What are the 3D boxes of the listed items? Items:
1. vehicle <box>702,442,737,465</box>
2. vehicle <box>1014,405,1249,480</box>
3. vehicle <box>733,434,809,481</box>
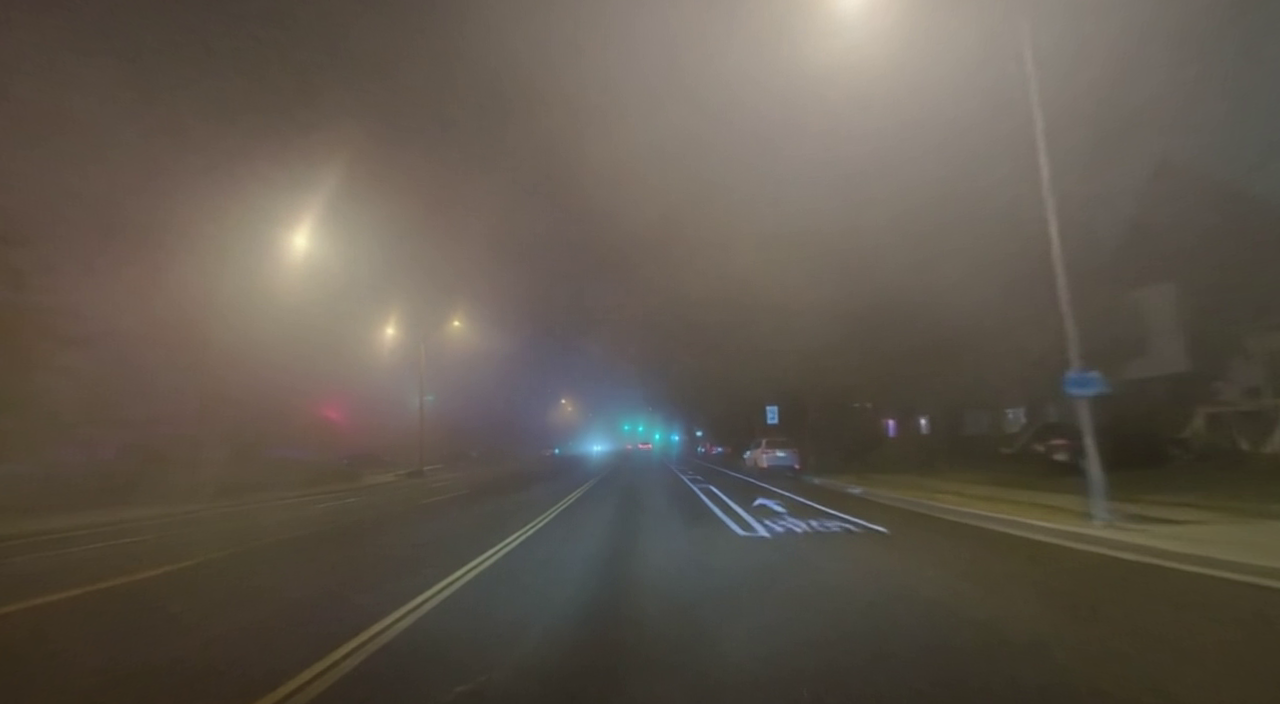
[{"bbox_3d":[5.560,7.140,44.357,1.851,1.487,4.566,0,-9,-1],"label":"vehicle"},{"bbox_3d":[13.400,2.481,17.328,4.674,1.557,2.288,-4,-8,-7],"label":"vehicle"},{"bbox_3d":[5.277,4.336,26.002,2.140,1.739,4.721,0,-9,0],"label":"vehicle"}]
